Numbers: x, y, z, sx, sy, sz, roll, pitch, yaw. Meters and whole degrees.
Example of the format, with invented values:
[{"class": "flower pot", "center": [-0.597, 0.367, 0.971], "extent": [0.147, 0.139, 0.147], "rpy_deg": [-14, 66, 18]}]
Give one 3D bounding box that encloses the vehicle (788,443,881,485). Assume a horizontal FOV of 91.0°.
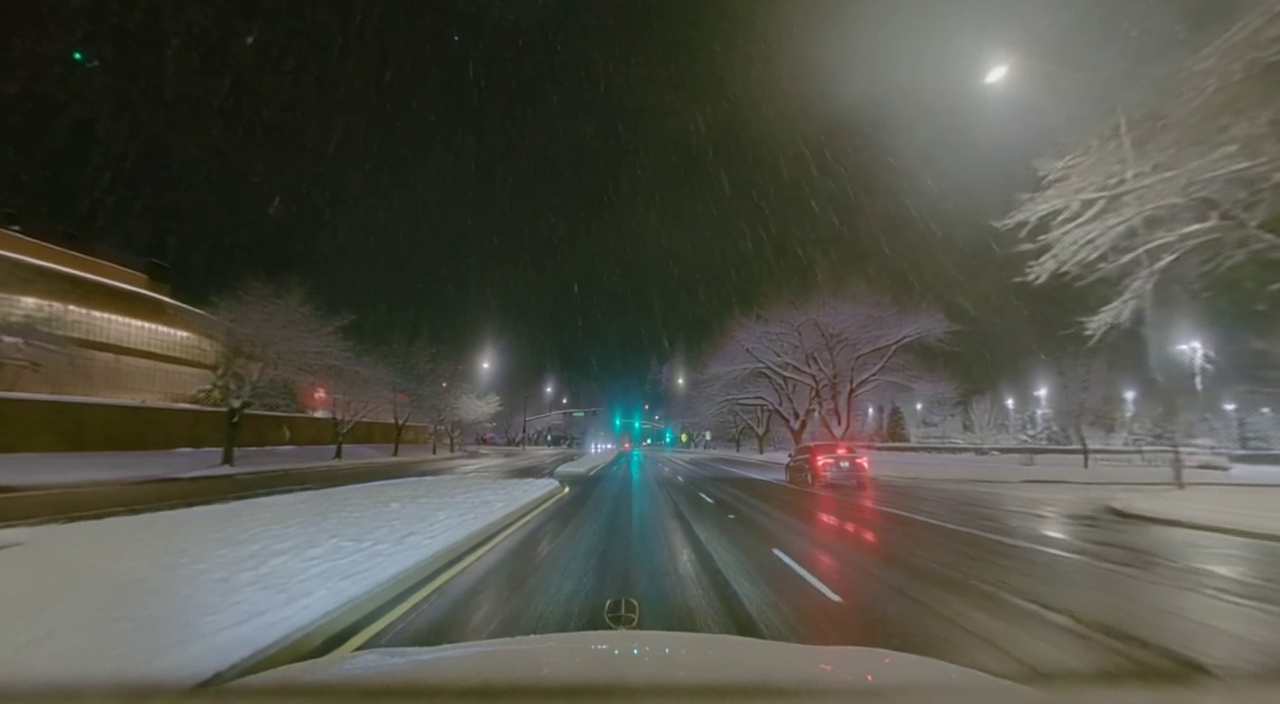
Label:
[{"class": "vehicle", "center": [7.301, 4.234, 24.202], "extent": [2.054, 1.421, 4.487], "rpy_deg": [0, -8, -1]}]
